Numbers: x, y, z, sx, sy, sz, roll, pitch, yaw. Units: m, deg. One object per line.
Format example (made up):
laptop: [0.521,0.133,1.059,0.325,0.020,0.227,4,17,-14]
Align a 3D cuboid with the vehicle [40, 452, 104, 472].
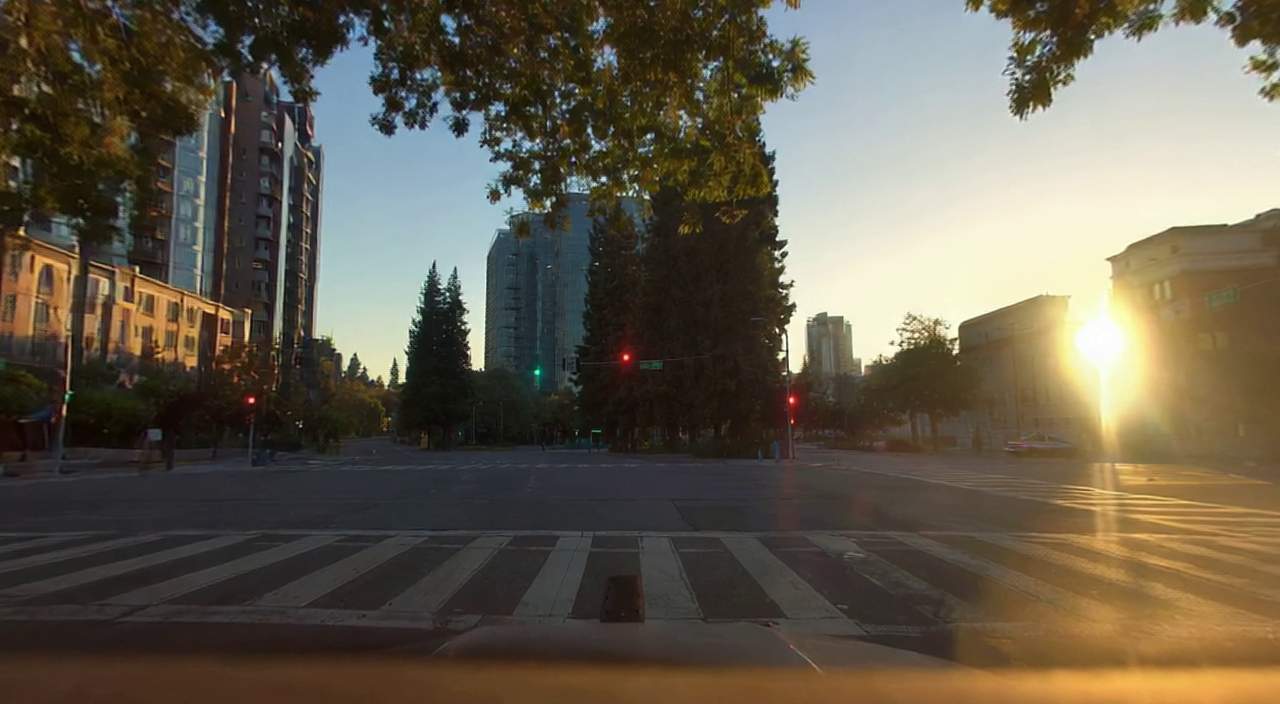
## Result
vehicle: [-41.558,8.036,46.304,1.552,1.339,3.340,-2,-9,-1]

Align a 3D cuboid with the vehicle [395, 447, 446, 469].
vehicle: [-15.484,7.449,44.797,2.056,1.450,4.343,0,-8,0]

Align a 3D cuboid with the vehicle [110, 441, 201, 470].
vehicle: [-34.885,7.424,45.756,2.204,1.955,5.518,0,-8,0]

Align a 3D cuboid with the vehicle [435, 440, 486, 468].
vehicle: [-11.937,6.799,42.326,2.080,1.763,4.341,0,-8,0]

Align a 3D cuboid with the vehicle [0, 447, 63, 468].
vehicle: [-45.239,7.767,46.613,1.858,1.467,3.624,0,-8,0]
